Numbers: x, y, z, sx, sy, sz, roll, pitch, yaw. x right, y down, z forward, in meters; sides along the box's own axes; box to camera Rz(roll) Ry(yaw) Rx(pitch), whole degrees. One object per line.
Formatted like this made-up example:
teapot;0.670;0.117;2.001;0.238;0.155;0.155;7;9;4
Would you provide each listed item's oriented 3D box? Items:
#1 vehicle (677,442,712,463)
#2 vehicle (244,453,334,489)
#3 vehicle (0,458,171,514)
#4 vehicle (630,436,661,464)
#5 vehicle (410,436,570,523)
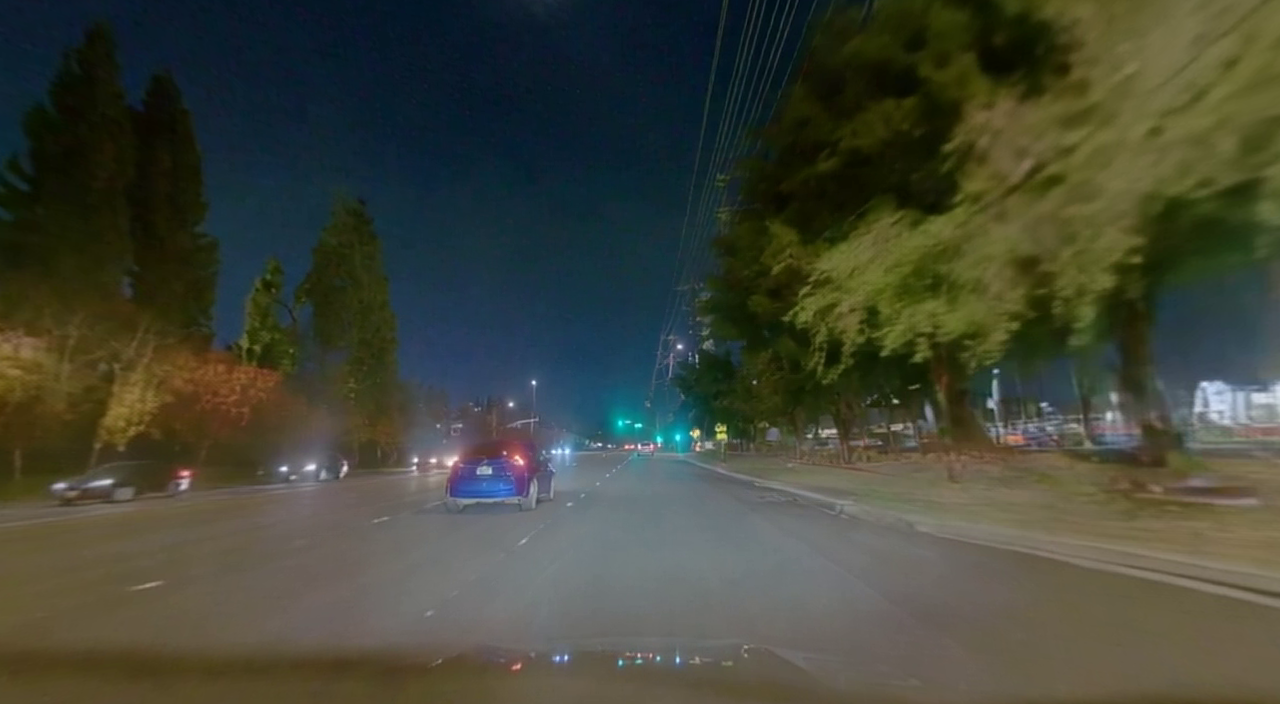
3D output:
vehicle;3.900;7.248;45.638;2.142;1.475;4.565;0;-8;0
vehicle;-16.662;5.649;30.175;1.879;1.545;3.943;-1;-9;3
vehicle;-18.047;4.240;20.496;1.945;1.511;4.458;-1;-9;5
vehicle;0.380;6.792;43.714;2.060;1.845;4.151;0;-8;0
vehicle;-2.861;2.567;13.350;2.087;1.480;4.825;0;-8;2
